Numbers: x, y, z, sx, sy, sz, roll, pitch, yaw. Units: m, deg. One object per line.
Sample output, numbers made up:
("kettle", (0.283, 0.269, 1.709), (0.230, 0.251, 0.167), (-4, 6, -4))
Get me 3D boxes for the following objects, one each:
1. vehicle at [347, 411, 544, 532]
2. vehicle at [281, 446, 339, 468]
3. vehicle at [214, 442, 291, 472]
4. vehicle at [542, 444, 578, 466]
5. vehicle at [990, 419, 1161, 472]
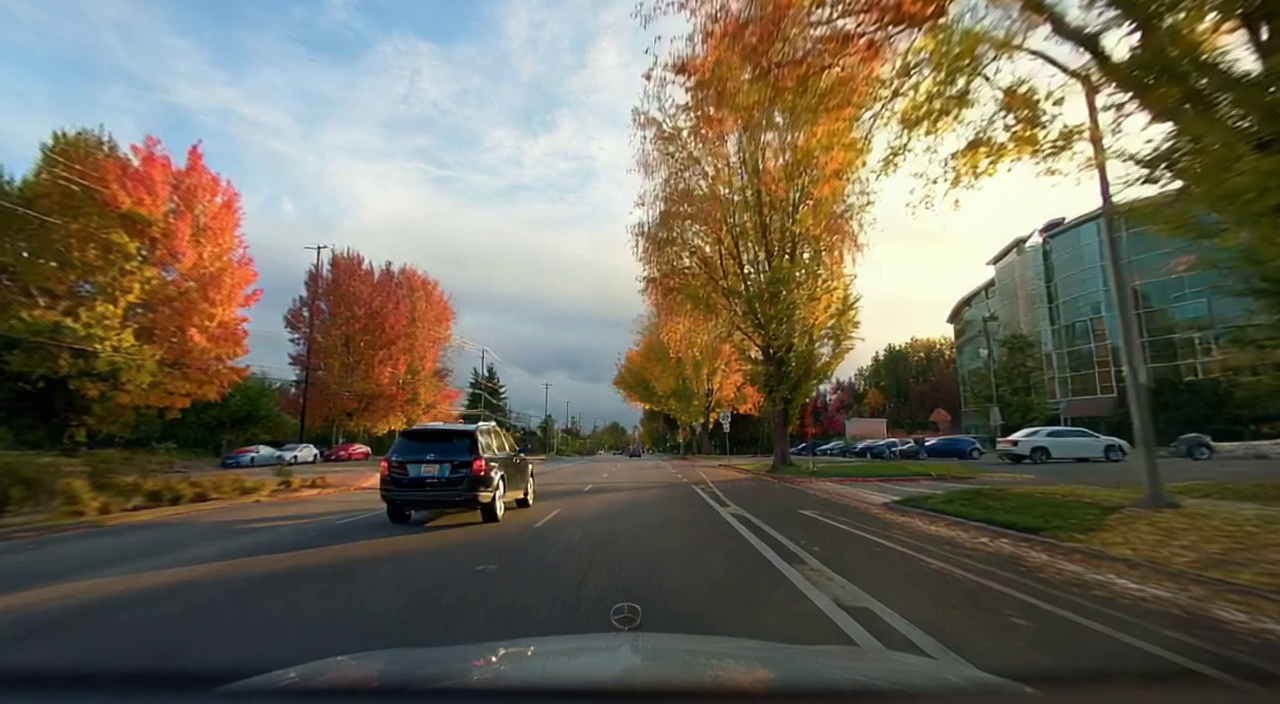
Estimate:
("vehicle", (-3.259, 2.131, 11.723), (2.112, 1.779, 4.489), (0, -9, 1))
("vehicle", (-25.073, 7.973, 48.008), (1.844, 1.619, 4.725), (0, -9, 0))
("vehicle", (-25.180, 6.827, 41.135), (1.990, 1.822, 4.751), (0, -9, 0))
("vehicle", (-5.699, 7.370, 45.346), (1.982, 1.478, 4.465), (0, -9, 1))
("vehicle", (18.885, 4.060, 27.475), (5.903, 2.099, 2.290), (0, -8, -6))
